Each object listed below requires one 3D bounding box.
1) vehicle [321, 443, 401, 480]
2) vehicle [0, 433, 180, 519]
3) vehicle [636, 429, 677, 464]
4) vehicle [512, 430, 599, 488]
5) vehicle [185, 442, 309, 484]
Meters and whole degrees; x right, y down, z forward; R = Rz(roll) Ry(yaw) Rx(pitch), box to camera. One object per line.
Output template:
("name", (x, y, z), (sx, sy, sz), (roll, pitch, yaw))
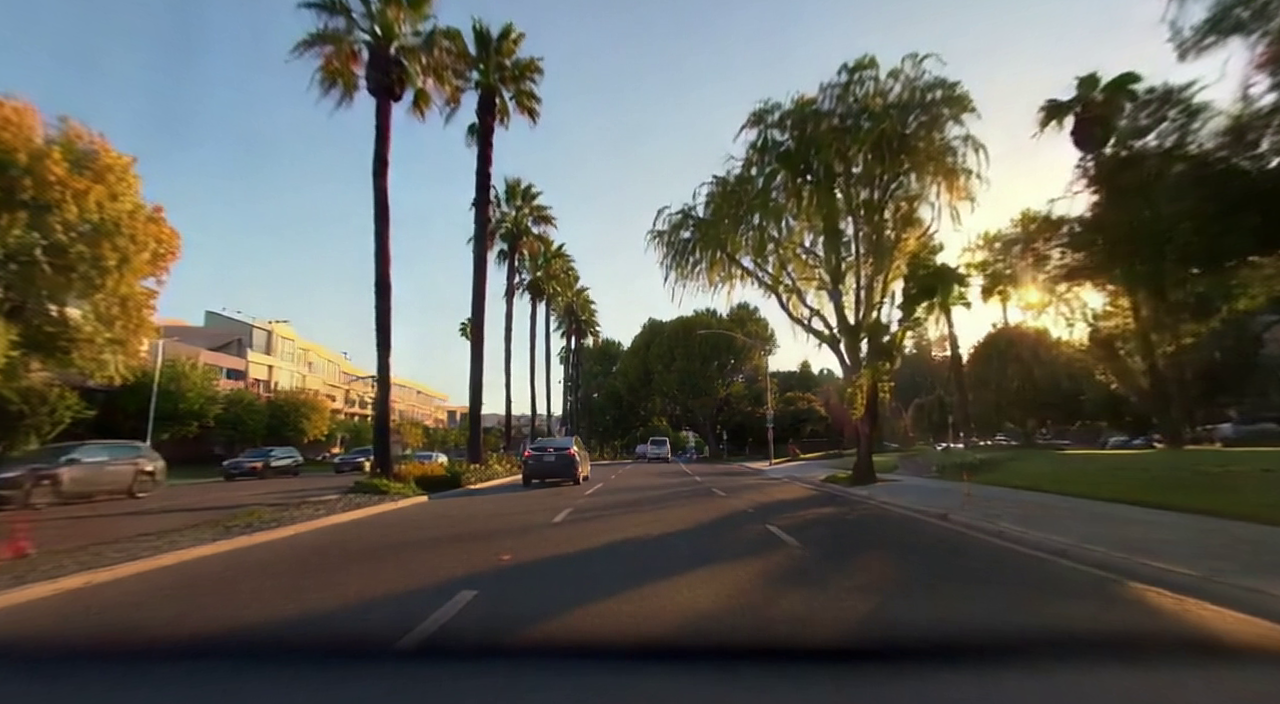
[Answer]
("vehicle", (-15.774, 6.180, 35.800), (2.142, 1.913, 4.745), (0, -8, 3))
("vehicle", (-15.654, 3.128, 16.418), (2.557, 1.912, 5.960), (0, -8, 2))
("vehicle", (1.368, 7.351, 48.672), (2.758, 2.550, 4.206), (0, -9, 7))
("vehicle", (-2.857, 3.745, 22.337), (2.188, 1.819, 4.667), (0, -8, 3))
("vehicle", (-20.117, 5.685, 32.616), (2.425, 1.960, 5.936), (0, -8, 2))
